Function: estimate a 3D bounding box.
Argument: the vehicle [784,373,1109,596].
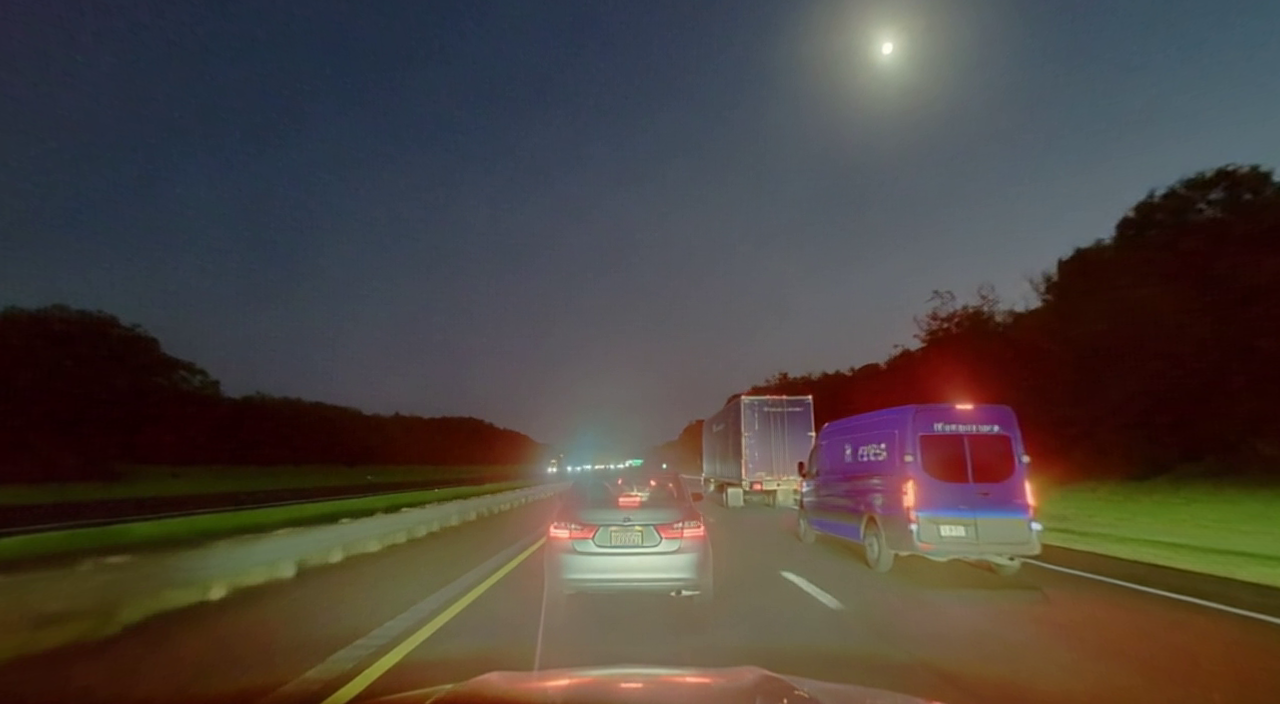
[{"bbox_3d":[4.130,2.005,9.982,2.328,2.537,5.290,1,-11,-1],"label":"vehicle"}]

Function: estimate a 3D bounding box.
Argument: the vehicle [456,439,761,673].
[{"bbox_3d":[-0.245,1.660,5.897,1.980,1.493,3.410,1,-11,-2],"label":"vehicle"}]
